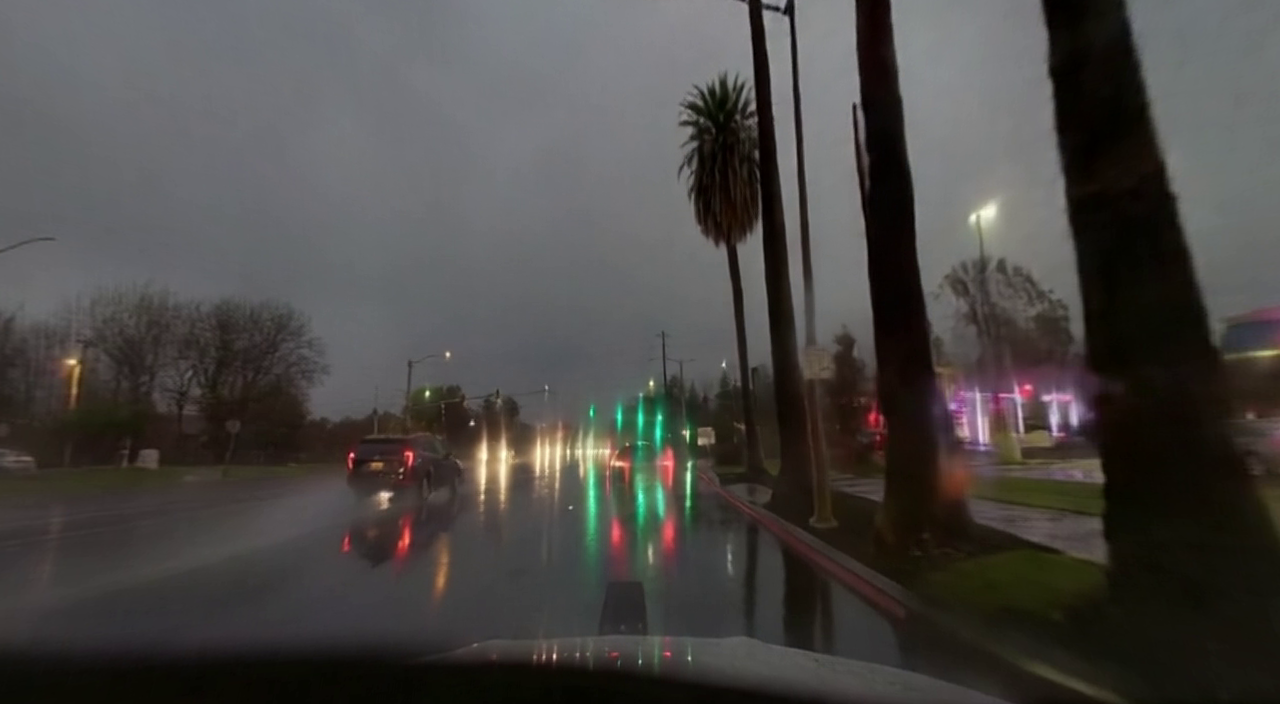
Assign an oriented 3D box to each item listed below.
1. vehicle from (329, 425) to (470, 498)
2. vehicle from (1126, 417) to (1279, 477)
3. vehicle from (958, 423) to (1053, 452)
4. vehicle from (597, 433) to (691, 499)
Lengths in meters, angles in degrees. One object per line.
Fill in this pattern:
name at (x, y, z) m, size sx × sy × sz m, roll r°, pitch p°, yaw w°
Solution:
vehicle at (-6.330, 2.939, 17.207) m, size 2.057 × 1.705 × 4.394 m, roll 0°, pitch -8°, yaw 1°
vehicle at (16.691, 2.726, 18.113) m, size 1.902 × 1.502 × 4.395 m, roll 0°, pitch -8°, yaw 3°
vehicle at (26.500, 6.194, 45.627) m, size 5.769 × 1.925 × 2.364 m, roll 1°, pitch -7°, yaw -13°
vehicle at (0.091, 2.937, 16.573) m, size 2.145 × 1.483 × 4.453 m, roll 0°, pitch -8°, yaw 0°
